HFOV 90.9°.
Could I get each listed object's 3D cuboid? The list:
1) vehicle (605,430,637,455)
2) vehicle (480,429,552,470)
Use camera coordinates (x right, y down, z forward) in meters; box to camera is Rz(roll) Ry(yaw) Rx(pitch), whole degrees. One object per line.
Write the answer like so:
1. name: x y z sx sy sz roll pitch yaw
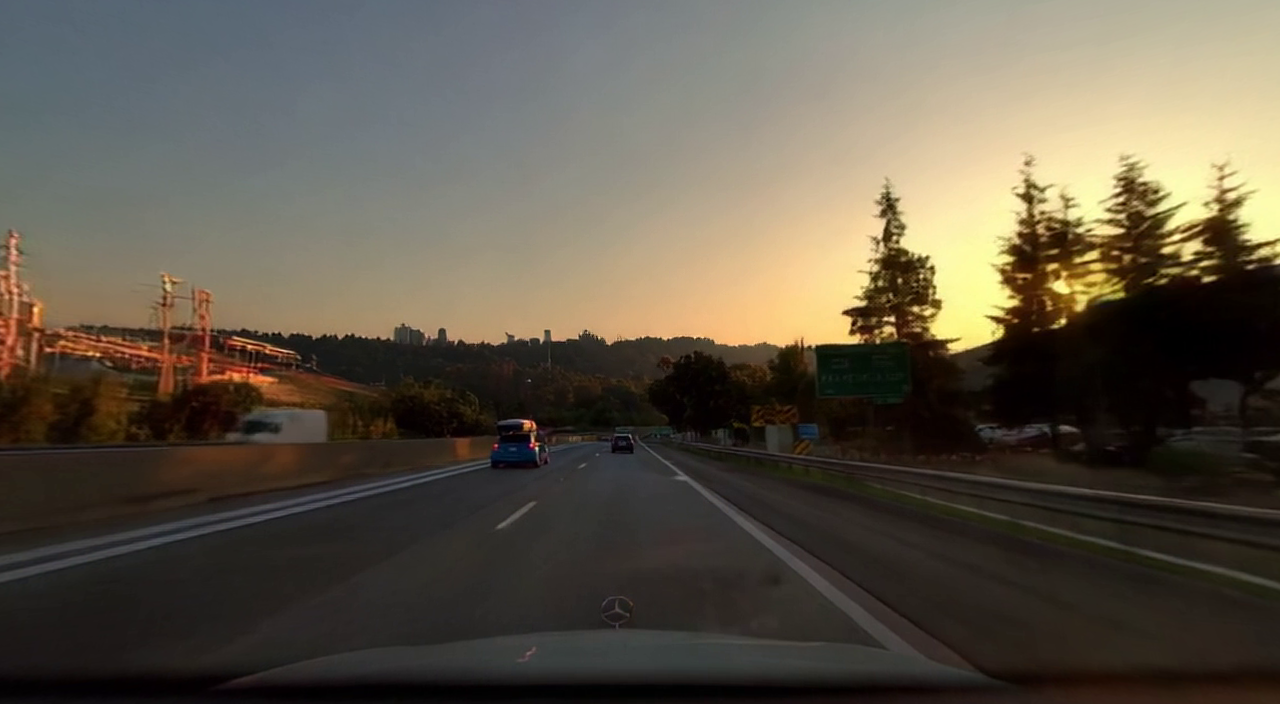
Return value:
1. vehicle: -1.299 6.295 43.908 2.151 1.618 3.898 0 -8 -1
2. vehicle: -5.168 4.129 26.904 2.189 1.580 4.607 0 -8 0
